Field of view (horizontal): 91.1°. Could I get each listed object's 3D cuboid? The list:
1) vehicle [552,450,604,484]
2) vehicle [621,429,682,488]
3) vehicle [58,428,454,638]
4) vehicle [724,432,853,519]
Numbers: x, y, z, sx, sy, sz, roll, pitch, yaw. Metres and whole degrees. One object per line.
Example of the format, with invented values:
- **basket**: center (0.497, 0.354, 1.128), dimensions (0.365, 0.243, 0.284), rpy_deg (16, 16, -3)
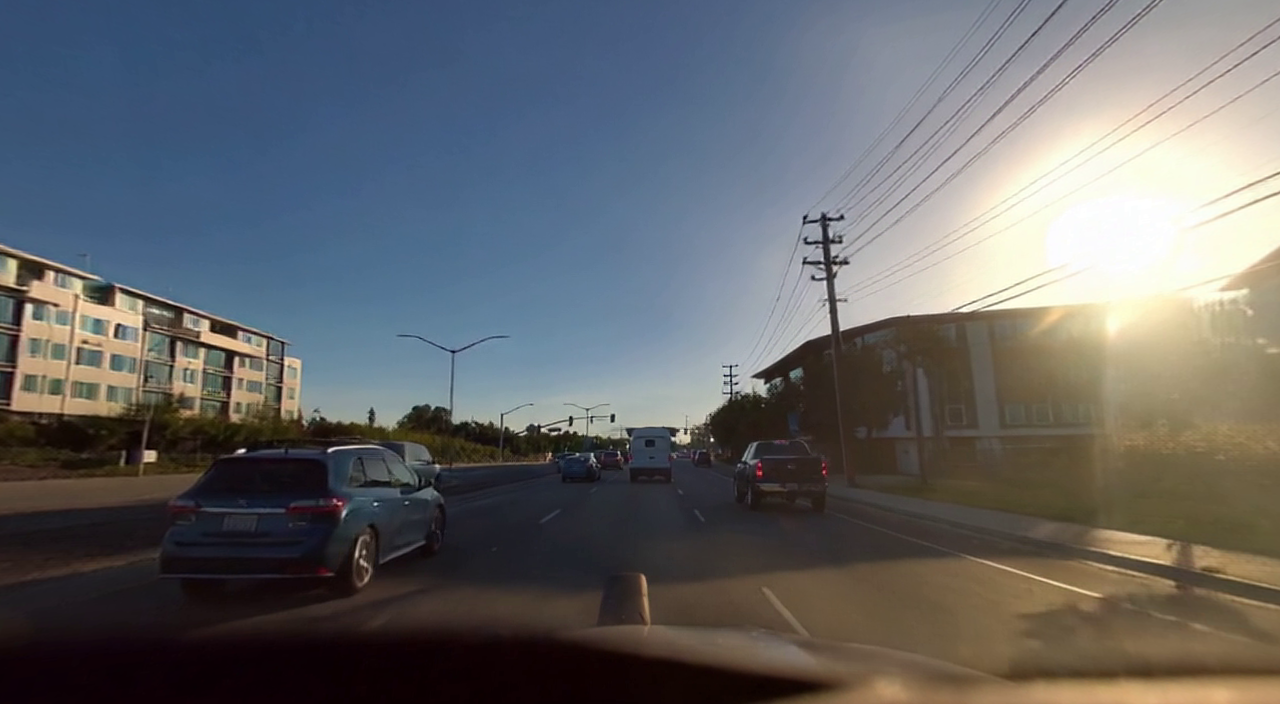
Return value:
- **vehicle**: center (-3.059, 5.769, 31.873), dimensions (1.984, 1.567, 4.311), rpy_deg (0, -9, 3)
- **vehicle**: center (0.650, 4.840, 28.961), dimensions (2.457, 2.440, 5.486), rpy_deg (-1, -9, 4)
- **vehicle**: center (-3.616, 1.717, 6.913), dimensions (1.934, 1.643, 3.718), rpy_deg (0, -9, 1)
- **vehicle**: center (3.602, 3.074, 16.214), dimensions (2.283, 1.923, 4.427), rpy_deg (0, -9, 1)
